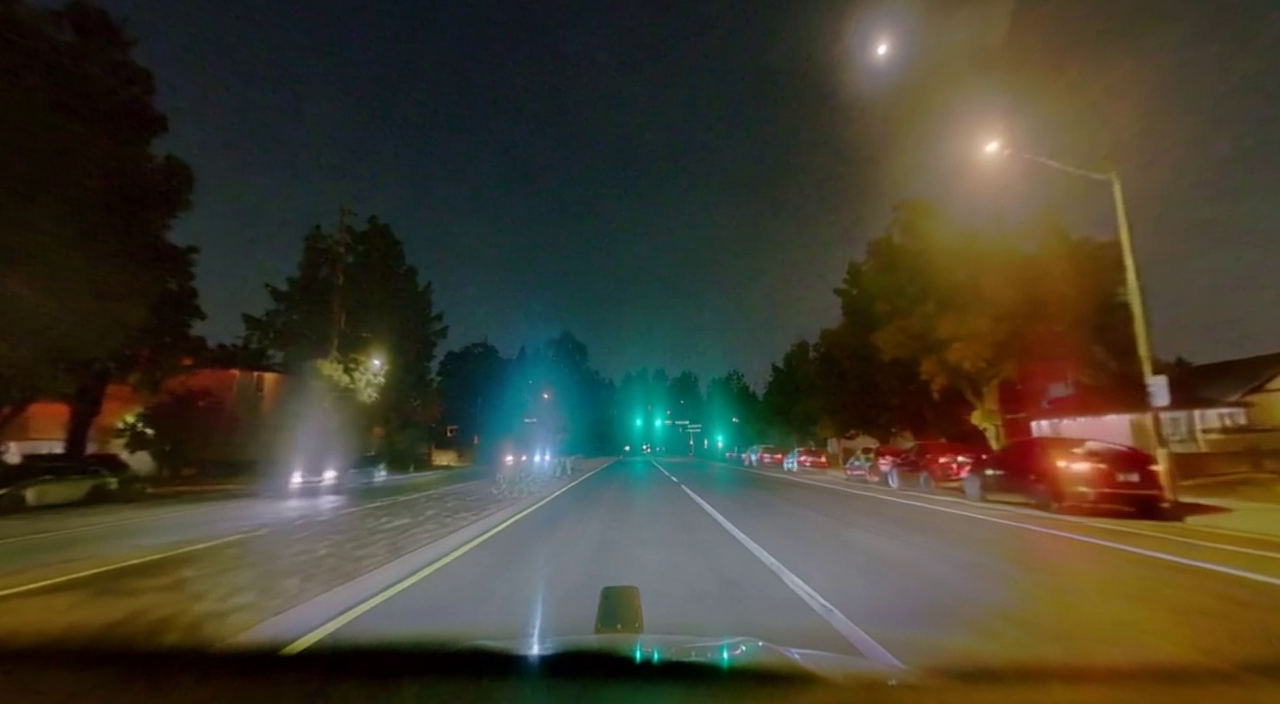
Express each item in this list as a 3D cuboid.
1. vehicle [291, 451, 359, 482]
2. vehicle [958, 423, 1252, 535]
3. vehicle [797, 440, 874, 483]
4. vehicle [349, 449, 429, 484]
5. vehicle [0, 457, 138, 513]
[{"bbox_3d":[-18.415,6.701,37.183,1.842,1.660,4.120,0,-9,0],"label":"vehicle"},{"bbox_3d":[9.803,2.708,14.266,2.209,1.982,5.787,0,-9,0],"label":"vehicle"},{"bbox_3d":[9.811,5.522,32.293,2.176,1.893,5.744,2,-9,0],"label":"vehicle"},{"bbox_3d":[-11.610,5.283,29.590,1.826,1.472,4.493,-1,-9,1],"label":"vehicle"},{"bbox_3d":[-18.470,4.195,20.062,1.732,1.460,3.932,-5,-9,2],"label":"vehicle"}]
